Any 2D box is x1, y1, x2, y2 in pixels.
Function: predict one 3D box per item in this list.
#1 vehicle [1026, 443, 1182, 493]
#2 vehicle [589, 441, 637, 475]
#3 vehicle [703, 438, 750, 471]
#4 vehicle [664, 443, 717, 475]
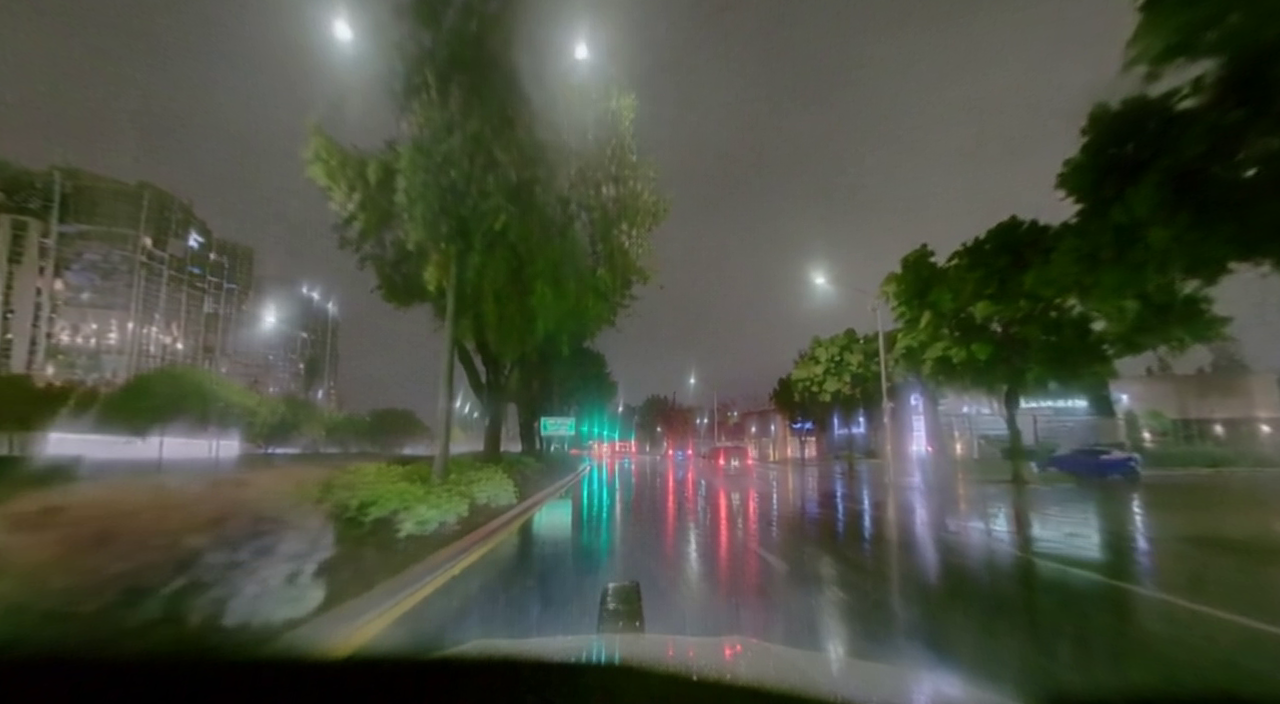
[{"bbox_3d":[20.213,5.009,27.843,2.150,1.966,5.027,4,-9,-23],"label":"vehicle"},{"bbox_3d":[-1.290,4.919,29.651,2.101,1.444,4.248,0,-8,-3],"label":"vehicle"},{"bbox_3d":[5.465,6.555,40.555,2.052,1.990,4.736,1,-8,-4],"label":"vehicle"},{"bbox_3d":[2.426,5.301,31.616,1.993,1.477,4.240,1,-8,-5],"label":"vehicle"}]
